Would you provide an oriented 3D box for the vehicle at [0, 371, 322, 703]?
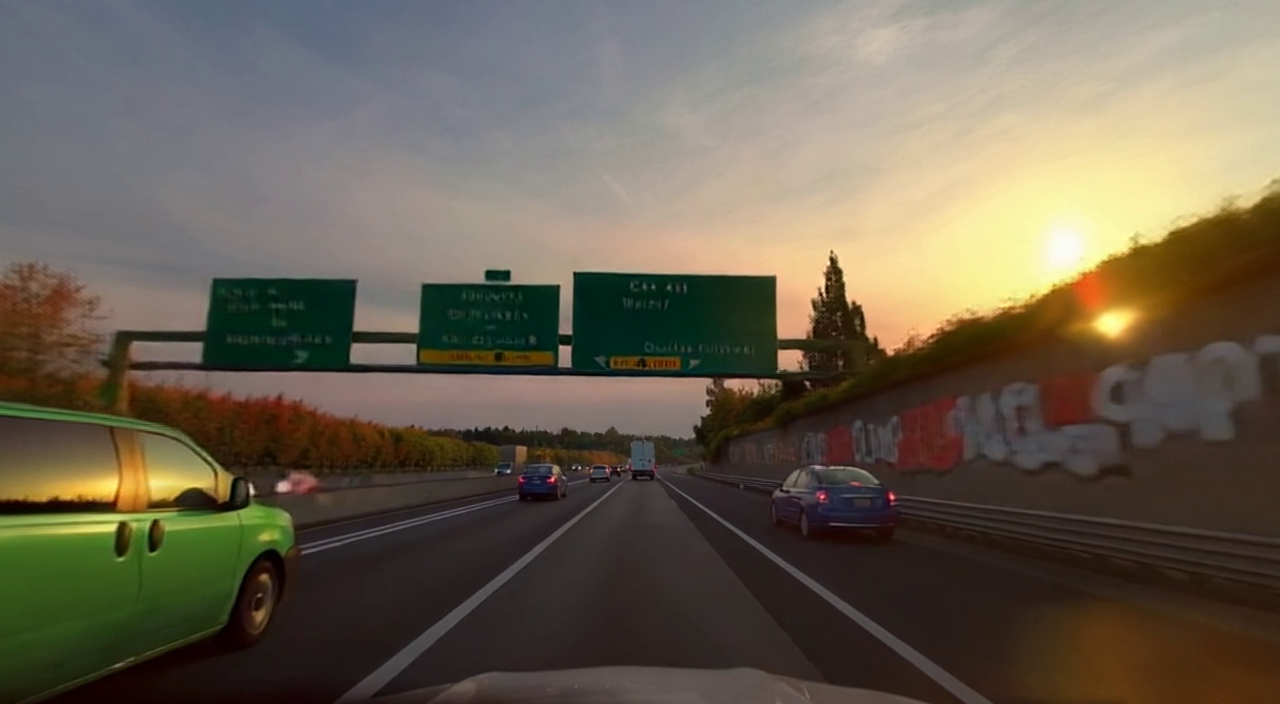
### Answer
[{"bbox_3d":[-3.414,0.889,2.410,2.004,1.610,4.508,1,-10,0],"label":"vehicle"}]

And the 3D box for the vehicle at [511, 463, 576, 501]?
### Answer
[{"bbox_3d":[-4.005,5.484,26.863,2.054,1.443,4.131,0,-10,0],"label":"vehicle"}]

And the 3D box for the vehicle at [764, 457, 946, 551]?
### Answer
[{"bbox_3d":[3.834,2.809,12.151,1.917,1.458,4.199,1,-10,-2],"label":"vehicle"}]
